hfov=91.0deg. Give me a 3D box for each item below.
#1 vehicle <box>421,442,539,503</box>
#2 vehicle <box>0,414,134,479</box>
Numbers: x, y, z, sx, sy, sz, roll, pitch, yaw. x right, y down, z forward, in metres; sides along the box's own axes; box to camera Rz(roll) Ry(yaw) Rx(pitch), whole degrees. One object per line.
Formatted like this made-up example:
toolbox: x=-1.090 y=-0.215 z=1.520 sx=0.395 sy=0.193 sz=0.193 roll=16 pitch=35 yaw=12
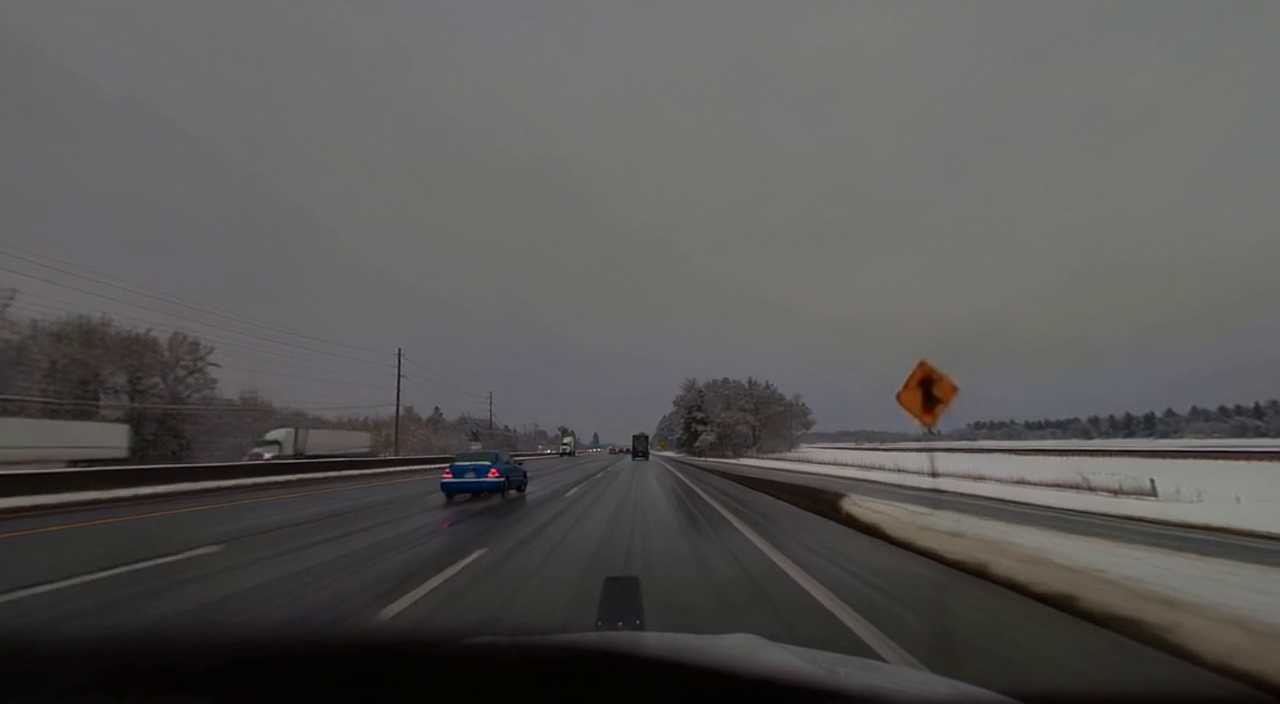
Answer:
vehicle: x=-4.350 y=3.346 z=17.959 sx=2.104 sy=1.501 sz=4.459 roll=0 pitch=-9 yaw=1
vehicle: x=-43.802 y=6.593 z=43.918 sx=2.940 sy=4.217 sz=16.735 roll=0 pitch=-9 yaw=1
